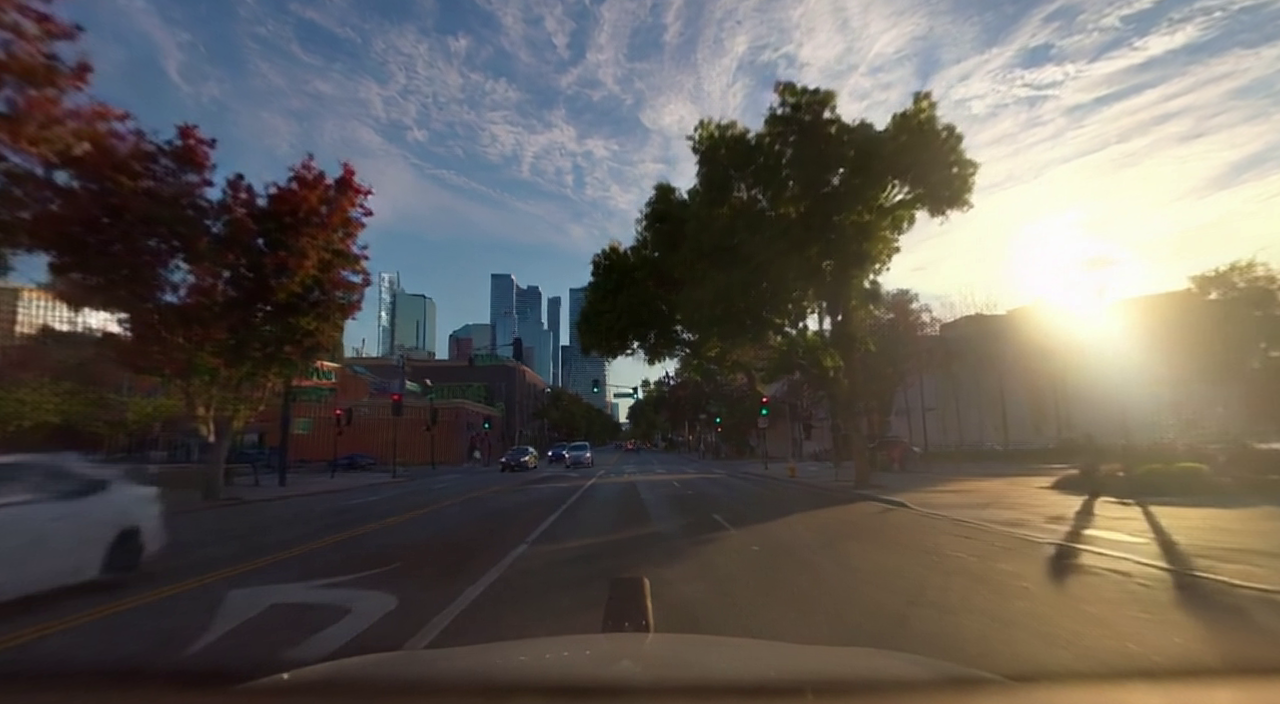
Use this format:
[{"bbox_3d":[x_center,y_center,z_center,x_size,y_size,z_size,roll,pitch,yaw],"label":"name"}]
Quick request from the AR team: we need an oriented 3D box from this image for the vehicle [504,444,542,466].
[{"bbox_3d":[-8.522,7.529,46.275,1.978,1.561,3.907,0,-9,1],"label":"vehicle"}]

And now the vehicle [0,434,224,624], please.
[{"bbox_3d":[-6.138,1.469,5.403,2.097,1.495,4.489,0,-9,-1],"label":"vehicle"}]

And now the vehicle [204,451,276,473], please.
[{"bbox_3d":[-28.014,7.696,44.267,3.760,1.480,1.795,1,-9,-7],"label":"vehicle"}]

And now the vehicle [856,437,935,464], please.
[{"bbox_3d":[16.699,6.469,41.381,4.299,1.679,2.011,0,-9,0],"label":"vehicle"}]
